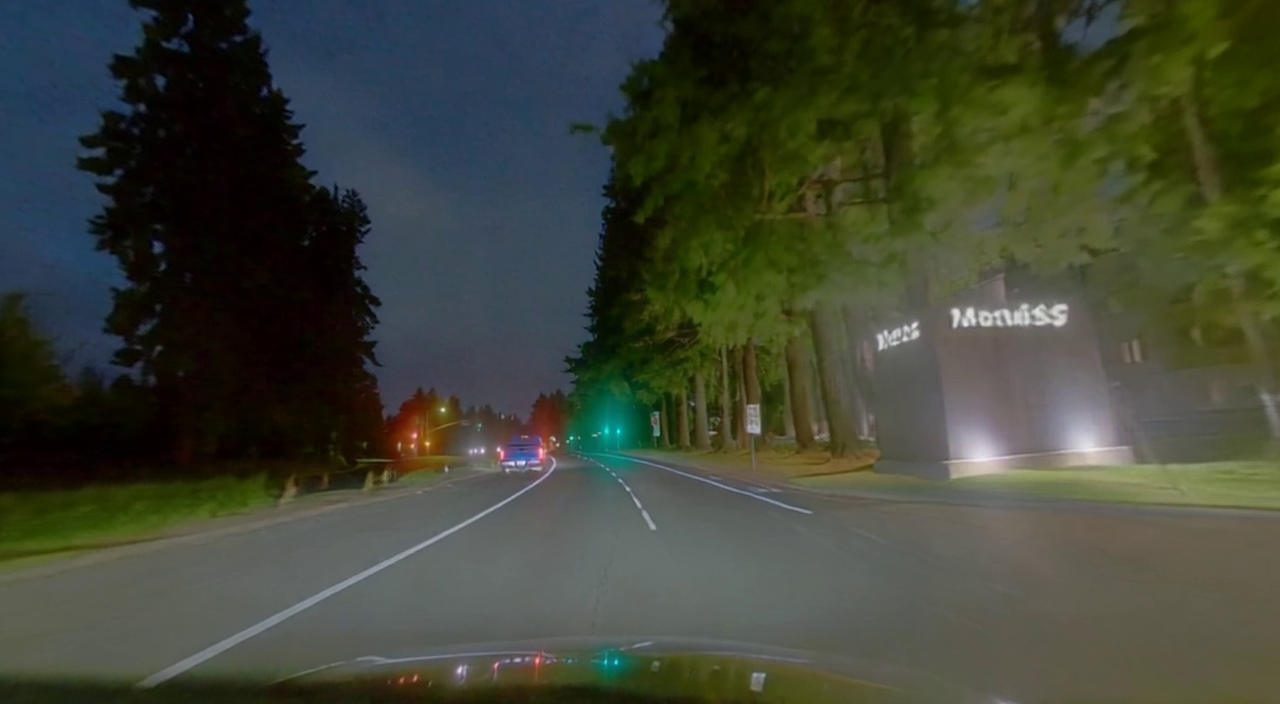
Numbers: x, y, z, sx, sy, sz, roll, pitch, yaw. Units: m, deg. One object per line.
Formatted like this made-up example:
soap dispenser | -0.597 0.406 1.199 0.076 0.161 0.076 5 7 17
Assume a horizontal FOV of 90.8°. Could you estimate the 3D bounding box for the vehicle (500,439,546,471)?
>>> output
vehicle | -7.356 6.543 40.270 2.267 1.849 6.402 1 -9 -5
